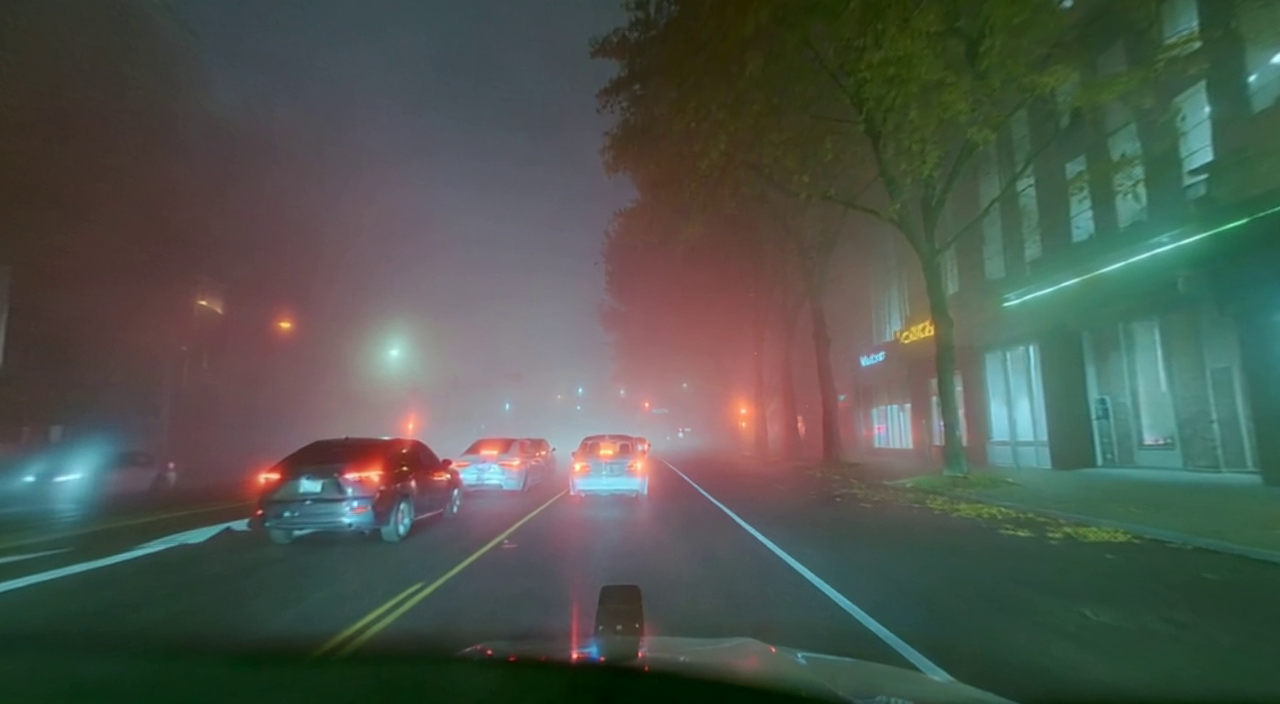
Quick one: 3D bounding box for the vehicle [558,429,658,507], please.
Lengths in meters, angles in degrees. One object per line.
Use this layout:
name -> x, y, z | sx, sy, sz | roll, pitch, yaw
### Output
vehicle -> -0.665, 2.662, 14.873 | 2.042, 1.555, 3.912 | 0, -9, 0

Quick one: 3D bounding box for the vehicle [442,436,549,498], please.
vehicle -> -3.768, 3.073, 17.258 | 1.950, 1.487, 4.130 | 0, -9, 0

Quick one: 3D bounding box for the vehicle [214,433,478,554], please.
vehicle -> -4.161, 2.060, 9.988 | 2.020, 1.457, 4.496 | 0, -9, 0

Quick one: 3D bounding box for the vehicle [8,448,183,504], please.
vehicle -> -19.005, 4.285, 22.460 | 2.054, 1.724, 4.829 | 0, -9, -3
